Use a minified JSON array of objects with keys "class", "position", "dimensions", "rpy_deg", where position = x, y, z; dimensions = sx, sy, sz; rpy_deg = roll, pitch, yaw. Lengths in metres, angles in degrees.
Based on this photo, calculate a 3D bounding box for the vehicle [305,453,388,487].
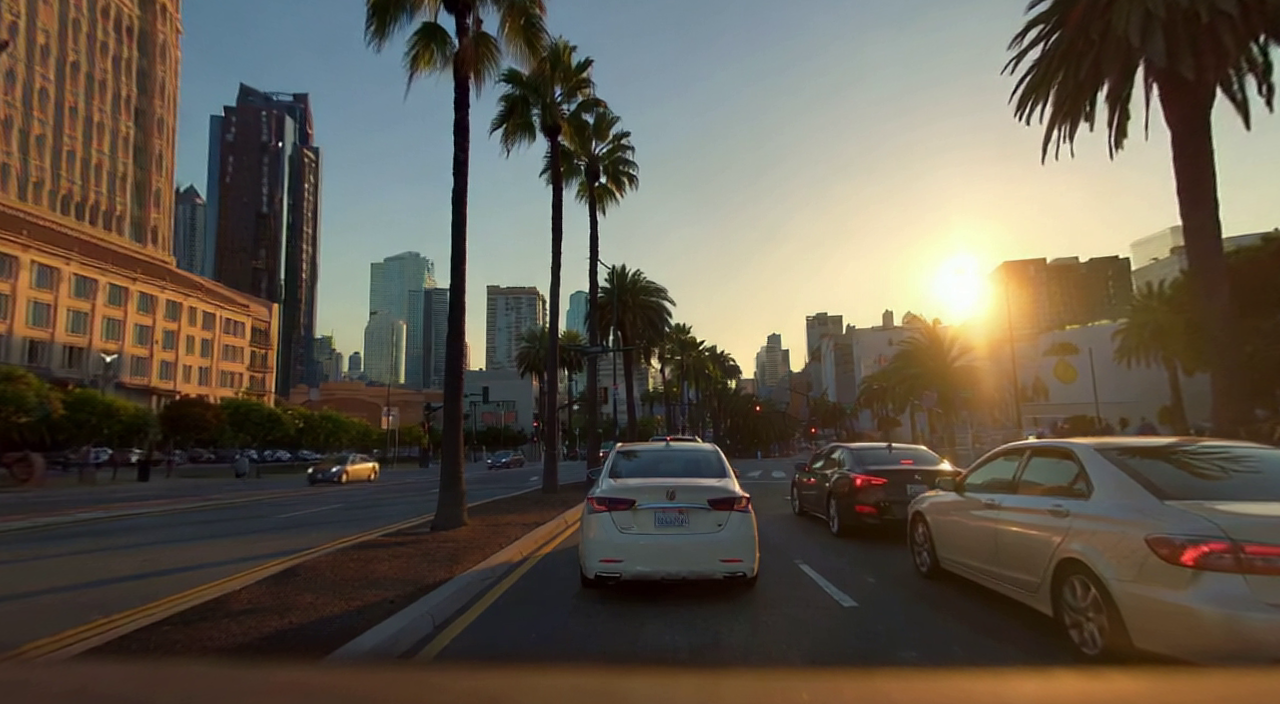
[{"class":"vehicle","position":[-14.787,5.954,32.085],"dimensions":[1.801,1.563,4.015],"rpy_deg":[-2,-9,9]}]

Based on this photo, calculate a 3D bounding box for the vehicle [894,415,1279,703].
[{"class":"vehicle","position":[3.642,1.297,4.576],"dimensions":[1.913,1.469,4.425],"rpy_deg":[-1,-9,3]}]

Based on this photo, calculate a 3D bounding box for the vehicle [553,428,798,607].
[{"class":"vehicle","position":[0.337,1.691,7.281],"dimensions":[2.078,1.503,3.681],"rpy_deg":[0,-9,1]}]
